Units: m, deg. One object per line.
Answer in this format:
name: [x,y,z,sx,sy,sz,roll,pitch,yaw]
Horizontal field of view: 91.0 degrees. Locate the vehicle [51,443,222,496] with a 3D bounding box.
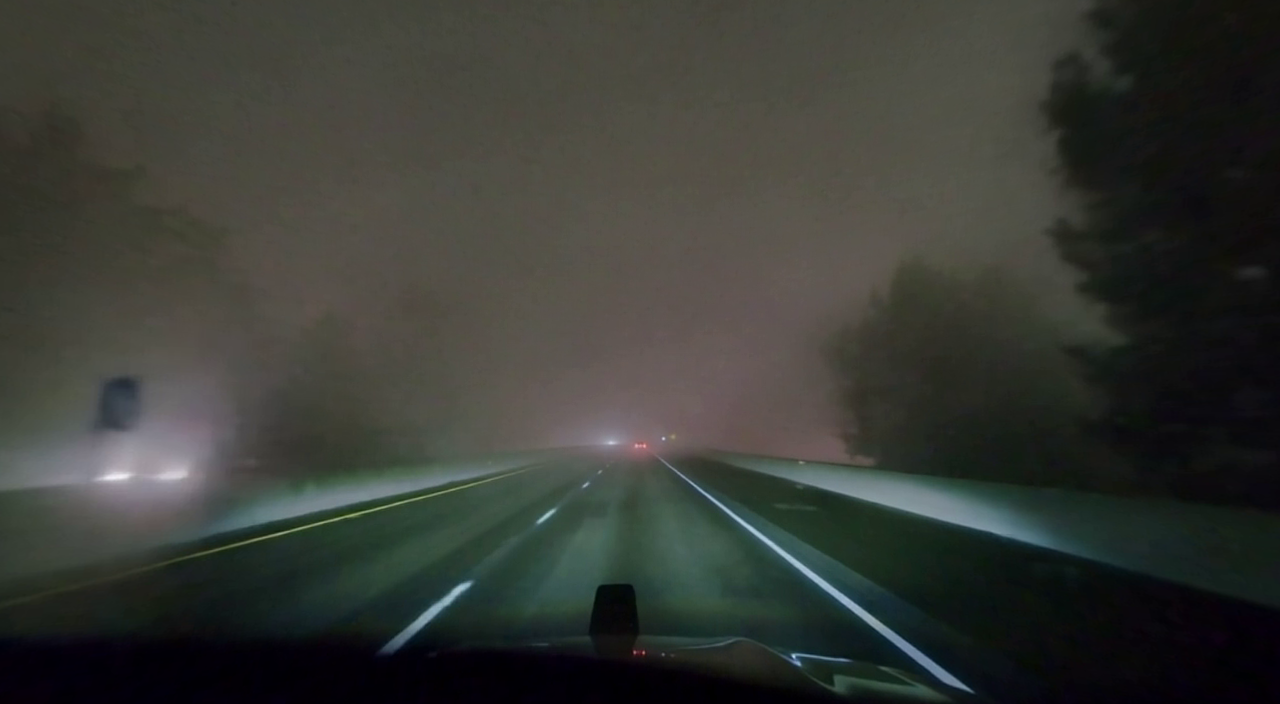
vehicle: [-16.137,3.747,20.560,1.957,1.493,4.370,-1,-8,0]
